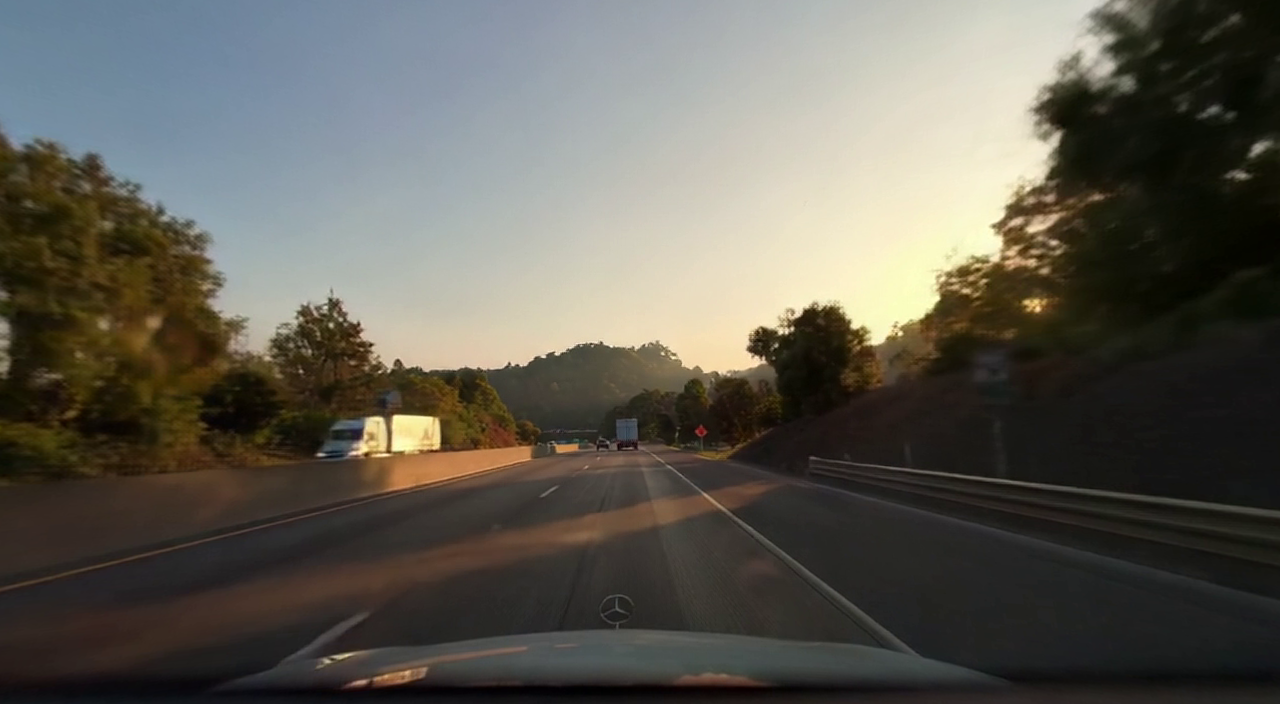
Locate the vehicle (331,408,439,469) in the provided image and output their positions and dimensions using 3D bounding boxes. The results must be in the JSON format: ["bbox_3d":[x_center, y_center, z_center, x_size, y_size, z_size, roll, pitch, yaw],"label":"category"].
[{"bbox_3d":[-17.413,6.061,44.345,3.033,3.711,11.259,0,-8,-1],"label":"vehicle"}]
